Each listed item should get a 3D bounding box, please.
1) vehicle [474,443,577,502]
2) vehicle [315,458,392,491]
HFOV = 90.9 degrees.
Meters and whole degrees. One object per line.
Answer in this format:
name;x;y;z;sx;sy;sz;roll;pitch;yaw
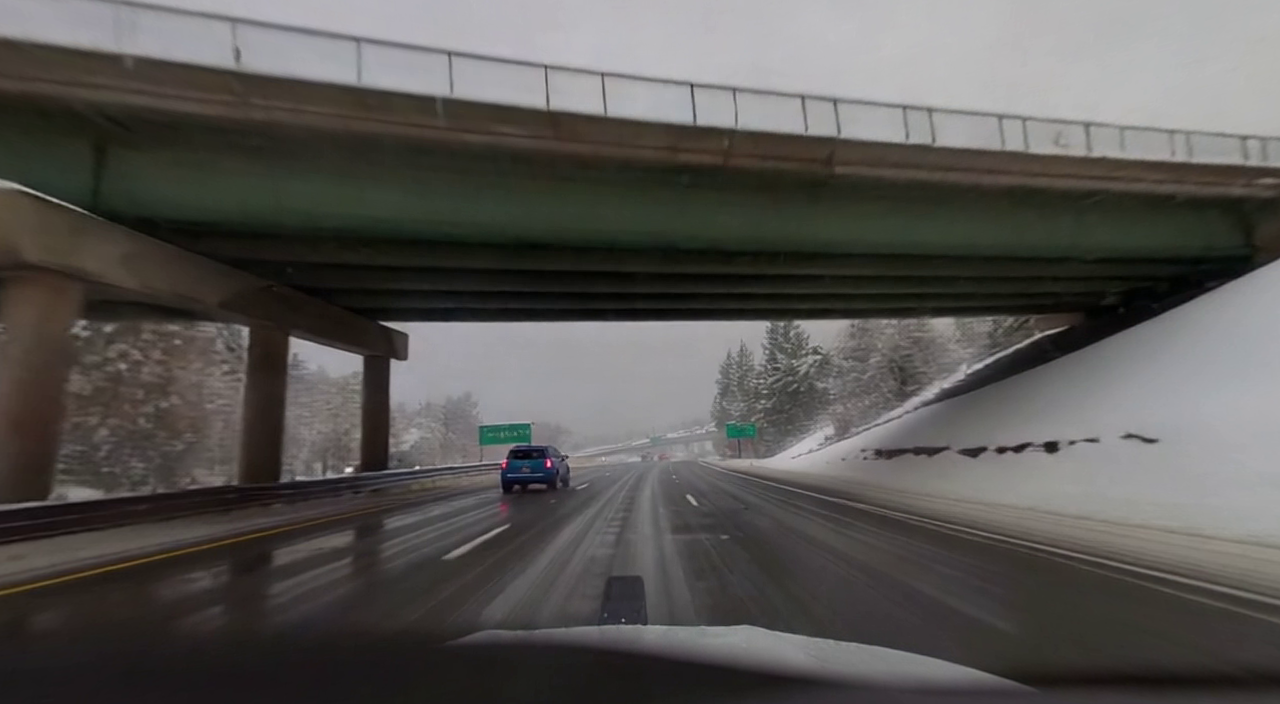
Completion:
vehicle;-3.473;3.777;20.168;2.274;1.628;4.807;-1;-9;2
vehicle;-15.674;6.683;34.735;1.994;1.614;4.446;-1;-9;2
